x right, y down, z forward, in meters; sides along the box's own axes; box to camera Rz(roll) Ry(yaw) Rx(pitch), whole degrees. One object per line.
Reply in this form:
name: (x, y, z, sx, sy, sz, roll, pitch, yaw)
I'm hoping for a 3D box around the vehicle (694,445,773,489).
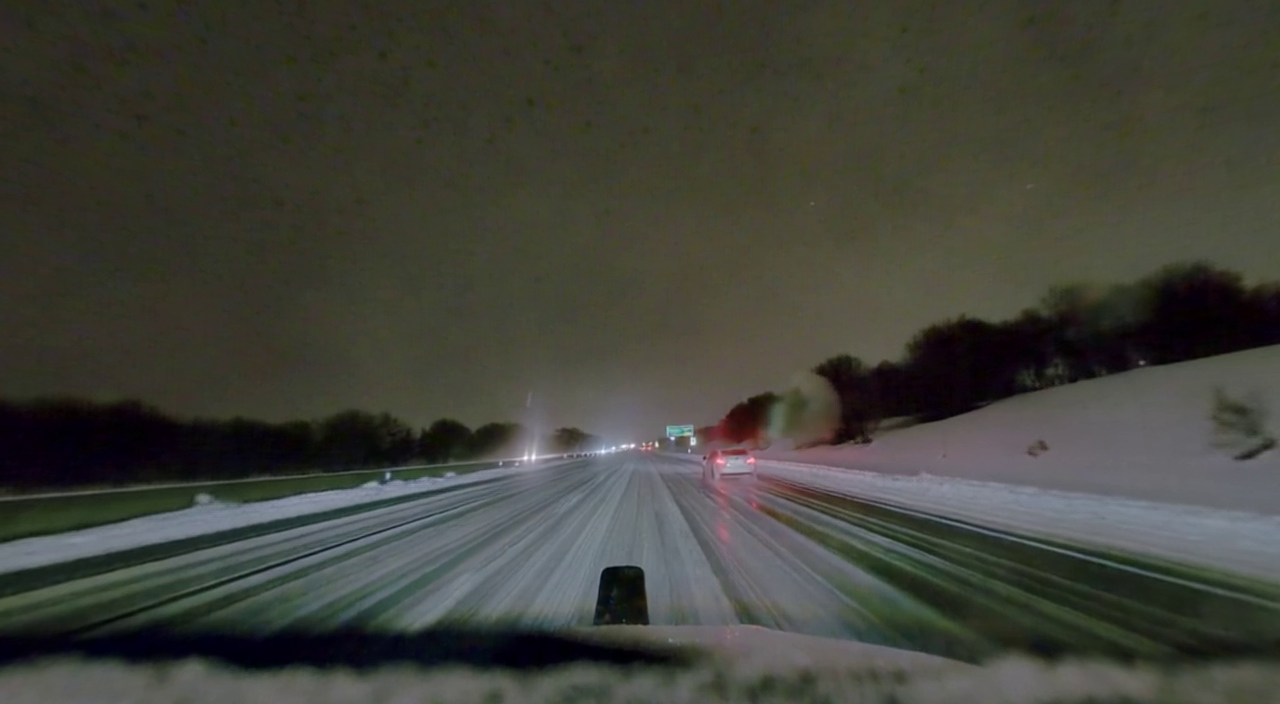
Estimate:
vehicle: (3.382, 4.229, 23.692, 2.193, 1.462, 4.533, 0, -8, -1)
